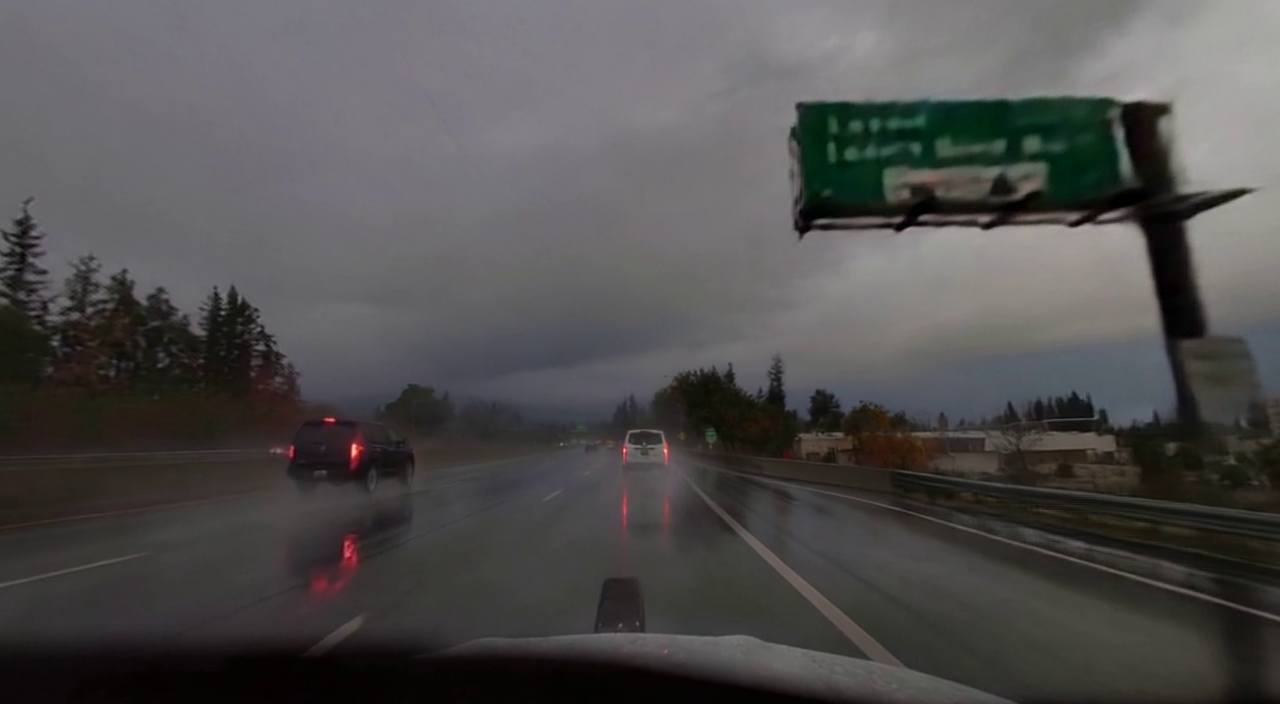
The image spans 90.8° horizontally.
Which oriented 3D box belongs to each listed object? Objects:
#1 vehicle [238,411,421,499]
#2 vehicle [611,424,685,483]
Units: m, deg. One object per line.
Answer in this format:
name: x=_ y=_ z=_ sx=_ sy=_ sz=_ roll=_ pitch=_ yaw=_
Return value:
vehicle: x=-7.877 y=2.706 z=16.805 sx=2.289 sy=1.955 sz=5.147 roll=0 pitch=-9 yaw=-1
vehicle: x=0.332 y=3.846 z=24.075 sx=2.497 sy=1.957 sz=5.432 roll=0 pitch=-9 yaw=1
